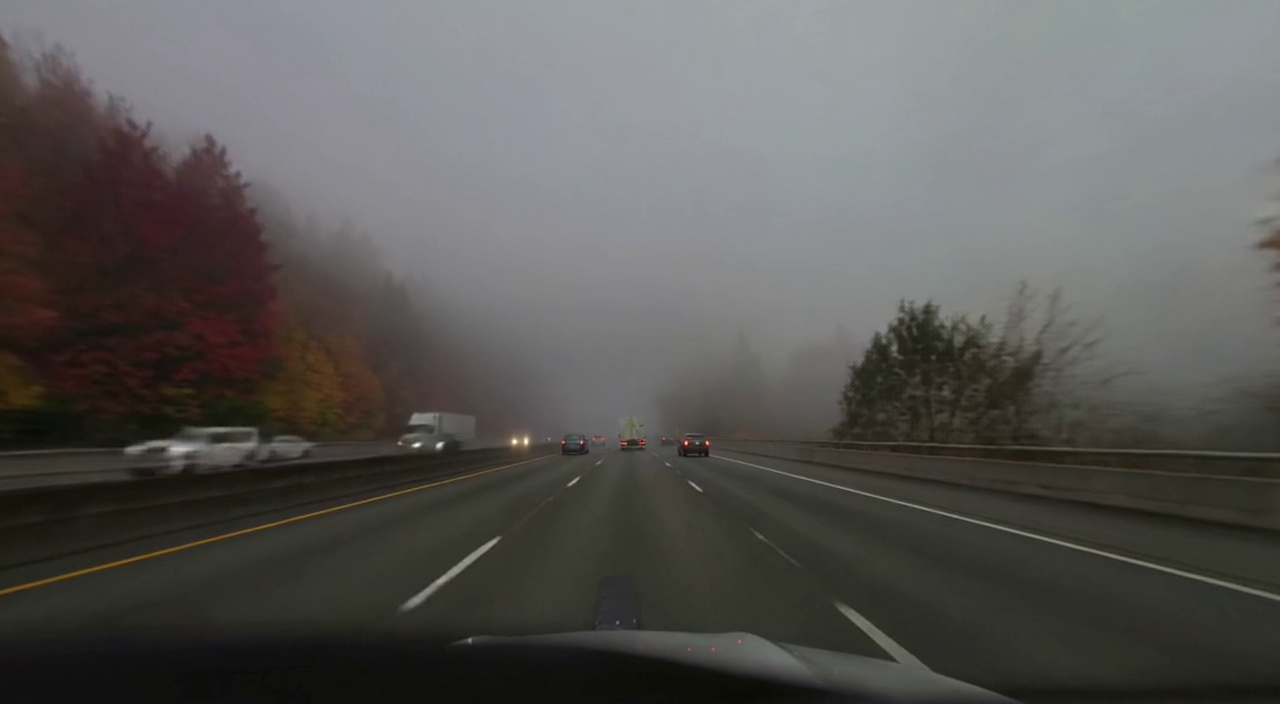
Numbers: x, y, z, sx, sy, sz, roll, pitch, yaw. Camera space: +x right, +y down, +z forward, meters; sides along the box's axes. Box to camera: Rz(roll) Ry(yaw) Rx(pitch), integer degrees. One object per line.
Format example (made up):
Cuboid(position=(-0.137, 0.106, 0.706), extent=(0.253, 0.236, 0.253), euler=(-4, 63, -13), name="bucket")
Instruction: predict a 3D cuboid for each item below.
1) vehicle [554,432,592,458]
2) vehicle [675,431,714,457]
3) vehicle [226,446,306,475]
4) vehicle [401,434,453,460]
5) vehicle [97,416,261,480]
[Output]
Cuboid(position=(-4.146, 5.840, 39.536), extent=(2.027, 1.501, 3.920), euler=(0, -8, -1), name="vehicle")
Cuboid(position=(3.312, 5.685, 38.815), extent=(1.882, 1.492, 3.958), euler=(0, -8, -2), name="vehicle")
Cuboid(position=(-19.230, 5.574, 32.514), extent=(1.861, 1.335, 3.578), euler=(0, -8, 1), name="vehicle")
Cuboid(position=(-13.099, 5.838, 38.950), extent=(1.824, 1.492, 3.954), euler=(0, -8, 0), name="vehicle")
Cuboid(position=(-19.401, 4.064, 27.033), extent=(2.309, 2.387, 6.225), euler=(0, -8, 0), name="vehicle")
